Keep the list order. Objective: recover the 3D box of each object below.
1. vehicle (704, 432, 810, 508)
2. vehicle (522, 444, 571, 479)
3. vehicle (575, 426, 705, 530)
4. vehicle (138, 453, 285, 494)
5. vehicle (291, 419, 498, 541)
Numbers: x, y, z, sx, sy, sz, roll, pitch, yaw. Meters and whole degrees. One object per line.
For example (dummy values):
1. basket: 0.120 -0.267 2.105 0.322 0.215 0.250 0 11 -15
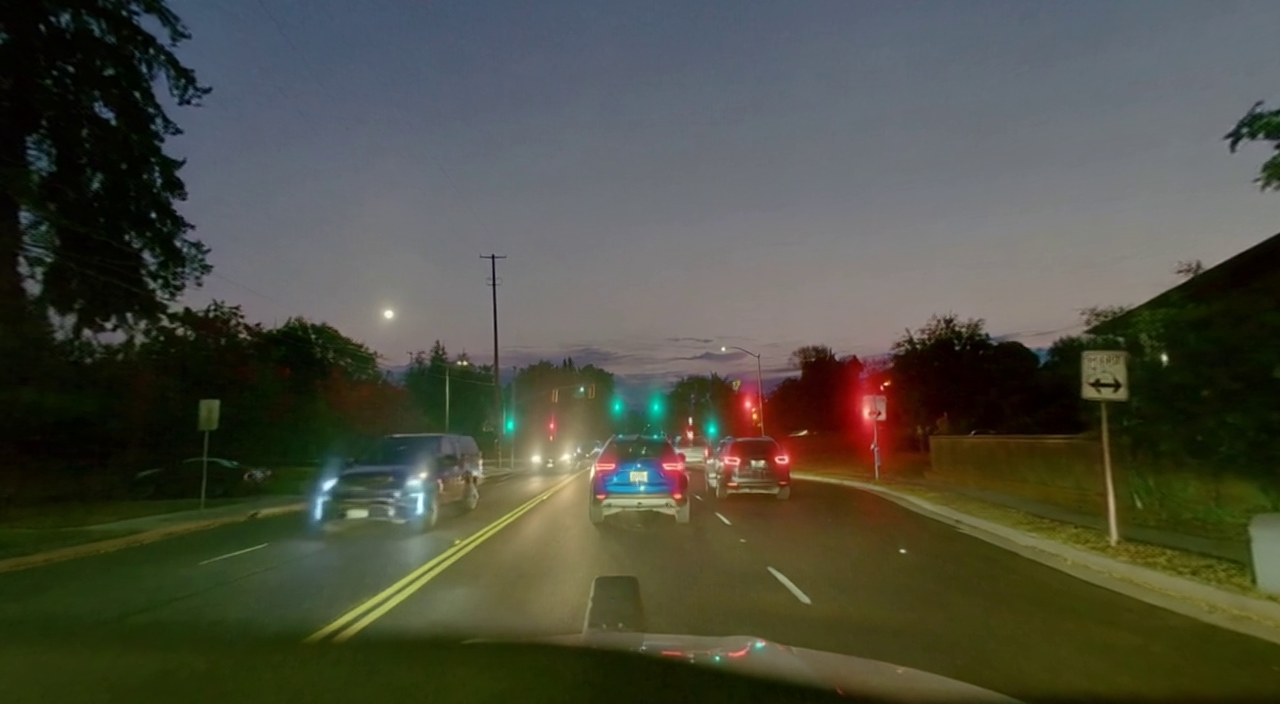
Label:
1. vehicle: 3.002 3.122 17.146 1.967 1.756 4.281 0 -8 -1
2. vehicle: -4.948 5.814 33.786 2.063 1.727 3.923 0 -8 -1
3. vehicle: -0.033 2.405 12.579 2.151 1.695 4.100 0 -8 -1
4. vehicle: -16.273 4.630 24.087 4.245 1.446 1.827 0 -8 0
5. vehicle: -4.600 2.476 13.037 2.138 1.938 5.584 0 -8 -1
